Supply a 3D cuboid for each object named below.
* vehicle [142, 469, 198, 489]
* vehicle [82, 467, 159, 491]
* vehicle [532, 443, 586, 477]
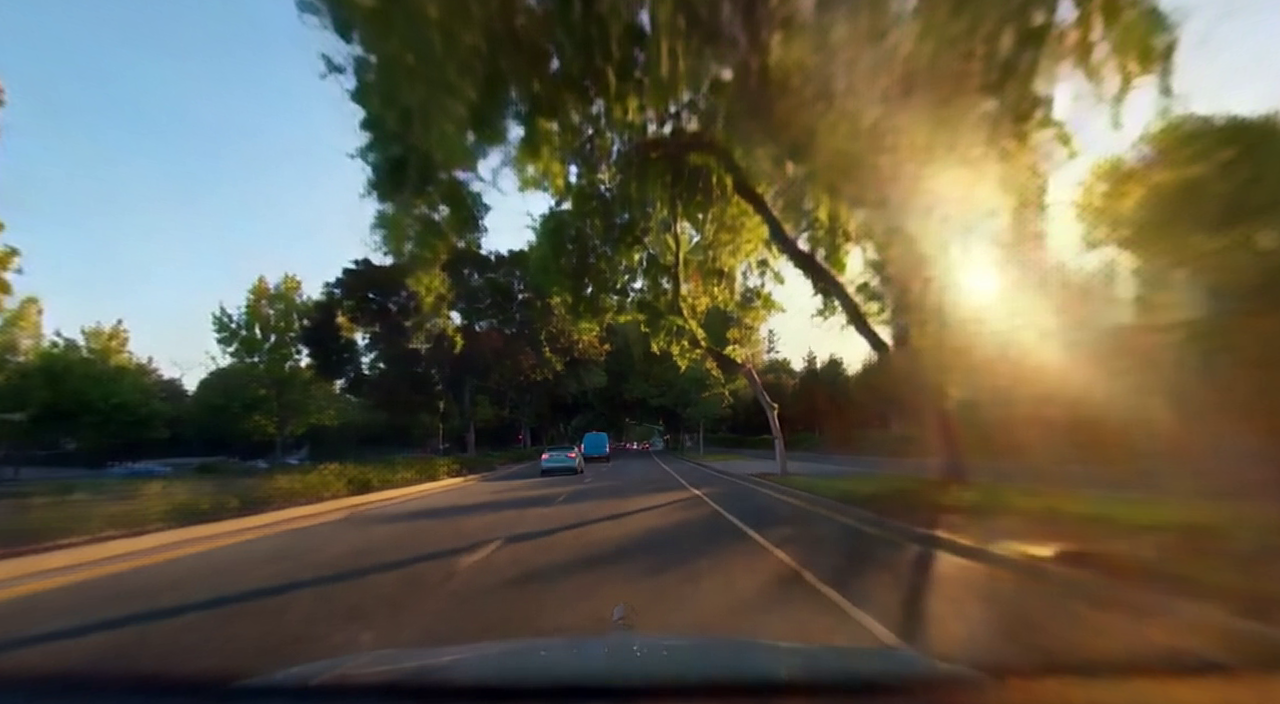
[{"bbox_3d":[-36.646,9.867,49.384,1.567,1.379,3.614,3,-10,-1],"label":"vehicle"},{"bbox_3d":[-35.935,8.770,43.858,1.637,1.397,4.547,1,-9,-3],"label":"vehicle"},{"bbox_3d":[-3.722,5.038,29.794,2.009,1.473,4.028,0,-9,0],"label":"vehicle"}]
